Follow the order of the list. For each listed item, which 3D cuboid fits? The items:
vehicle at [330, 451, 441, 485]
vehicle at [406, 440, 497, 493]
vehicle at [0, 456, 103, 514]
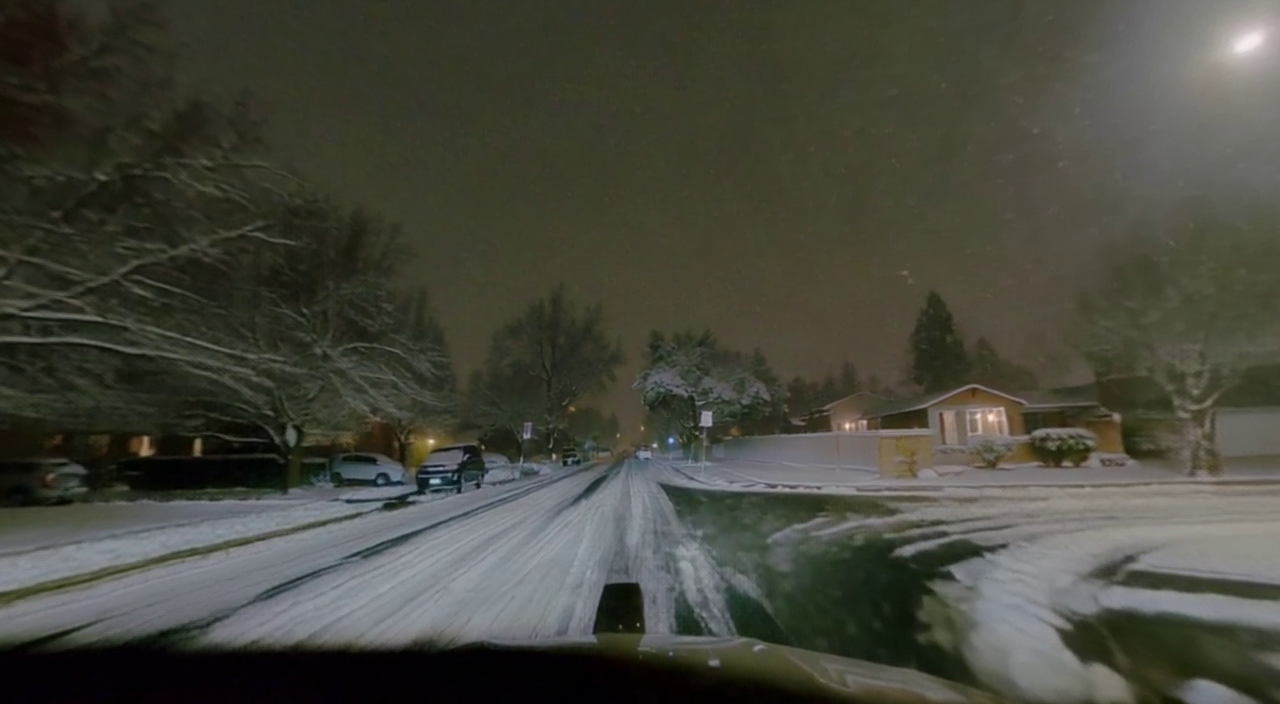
[{"bbox_3d":[-12.433,5.692,31.090,4.538,1.578,2.000,0,-9,1],"label":"vehicle"},{"bbox_3d":[-7.442,4.628,25.533,2.091,1.912,4.598,0,-10,2],"label":"vehicle"},{"bbox_3d":[-17.998,3.677,17.723,4.147,1.423,1.875,0,-7,0],"label":"vehicle"}]
